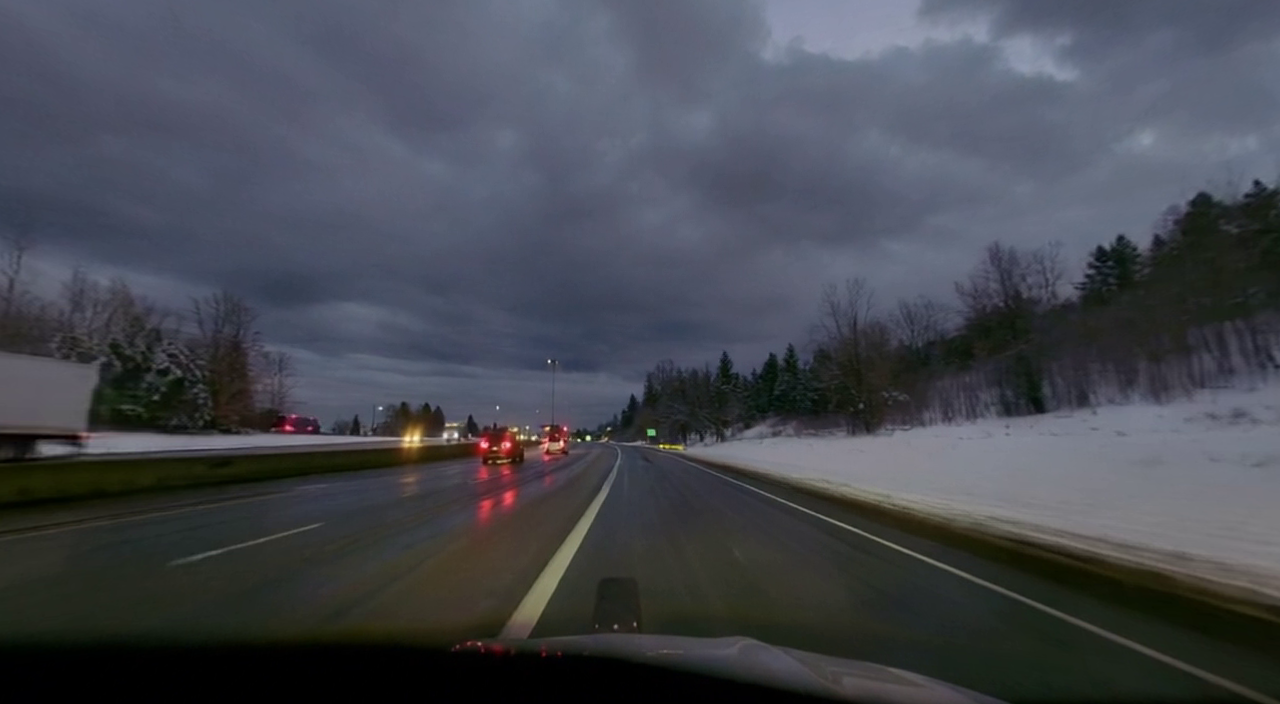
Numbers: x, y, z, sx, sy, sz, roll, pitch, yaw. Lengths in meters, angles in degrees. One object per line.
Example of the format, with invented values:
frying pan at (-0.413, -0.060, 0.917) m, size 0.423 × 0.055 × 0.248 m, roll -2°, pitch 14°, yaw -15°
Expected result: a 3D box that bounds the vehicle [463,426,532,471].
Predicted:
vehicle at (-6.540, 4.481, 29.463) m, size 2.188 × 1.896 × 4.810 m, roll 0°, pitch -8°, yaw -1°
